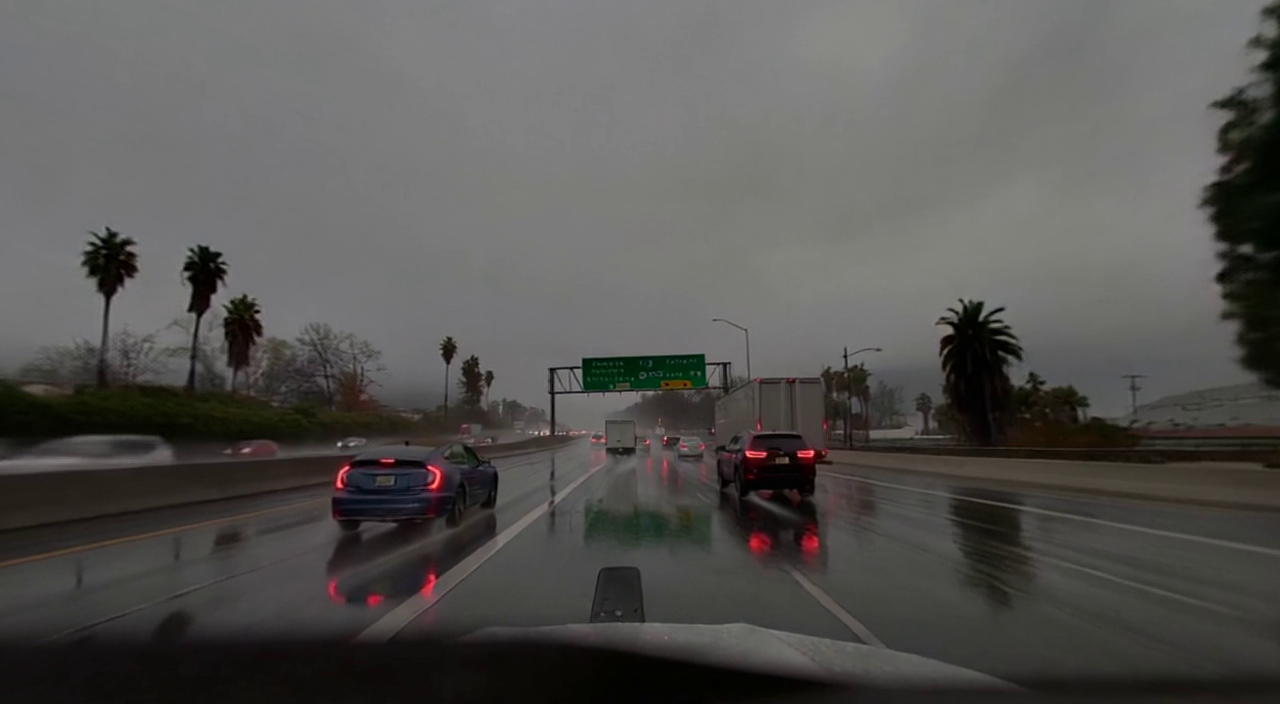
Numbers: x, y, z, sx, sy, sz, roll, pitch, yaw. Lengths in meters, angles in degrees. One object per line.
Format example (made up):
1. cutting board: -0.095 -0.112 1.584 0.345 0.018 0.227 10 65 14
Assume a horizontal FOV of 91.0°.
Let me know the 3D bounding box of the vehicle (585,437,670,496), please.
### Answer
1. vehicle: -0.339 3.197 17.959 2.136 1.470 3.971 0 -8 -1

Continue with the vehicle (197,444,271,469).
1. vehicle: -26.379 6.762 41.073 1.883 1.473 4.766 0 -8 -3

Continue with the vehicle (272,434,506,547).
1. vehicle: -3.681 2.095 10.297 1.998 1.423 4.436 0 -8 0

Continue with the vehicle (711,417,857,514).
1. vehicle: 3.073 2.550 14.588 2.173 1.870 4.499 0 -8 -2

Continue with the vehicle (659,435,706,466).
1. vehicle: 2.625 6.295 40.432 2.476 1.843 5.652 0 -8 -2
